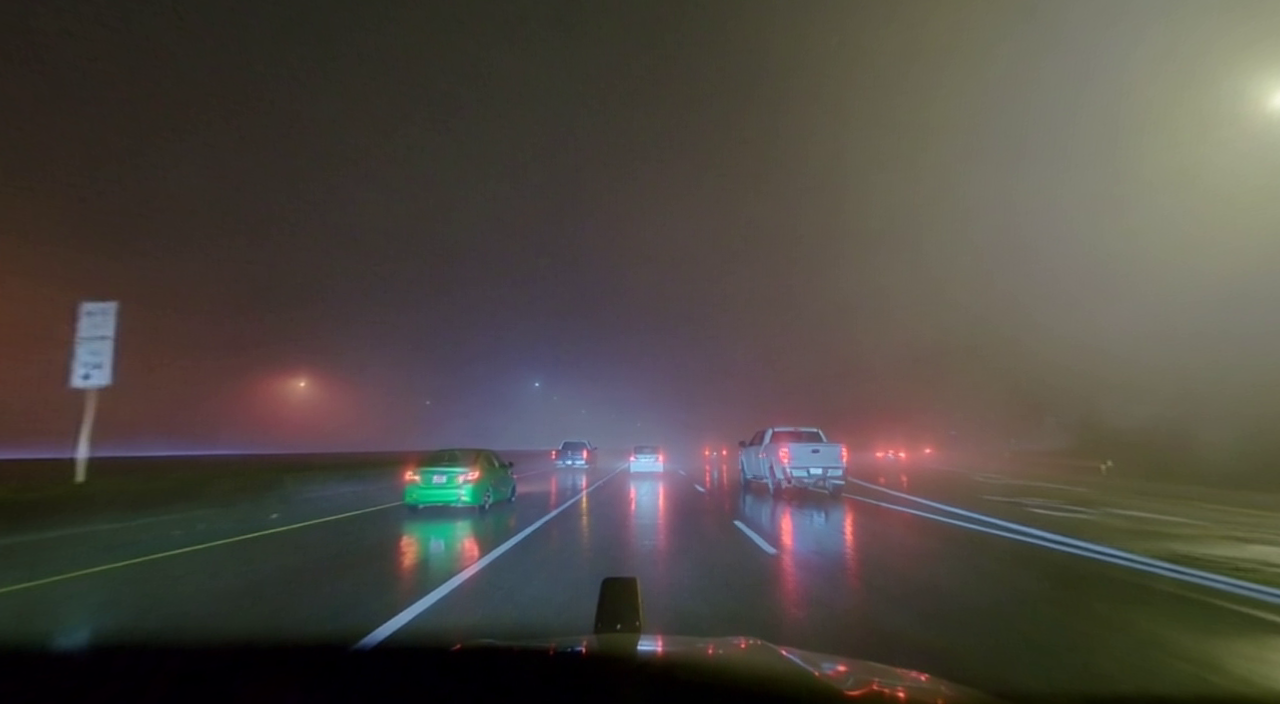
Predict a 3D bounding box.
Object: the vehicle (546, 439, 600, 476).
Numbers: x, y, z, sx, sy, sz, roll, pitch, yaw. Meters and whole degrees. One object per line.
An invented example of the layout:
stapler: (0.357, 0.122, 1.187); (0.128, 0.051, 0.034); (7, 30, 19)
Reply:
vehicle: (-3.394, 5.484, 33.019); (2.176, 1.783, 4.799); (0, -9, 1)

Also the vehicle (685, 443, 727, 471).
vehicle: (4.130, 6.680, 40.342); (2.145, 1.636, 4.437); (0, -9, -1)

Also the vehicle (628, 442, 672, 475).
vehicle: (0.520, 5.580, 33.163); (2.147, 1.572, 4.094); (0, -9, 0)

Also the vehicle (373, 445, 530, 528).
vehicle: (-3.705, 2.702, 13.290); (1.947, 1.424, 4.264); (0, -9, 1)

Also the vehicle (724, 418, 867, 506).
vehicle: (3.792, 2.838, 16.674); (2.340, 1.925, 5.529); (0, -9, -1)
